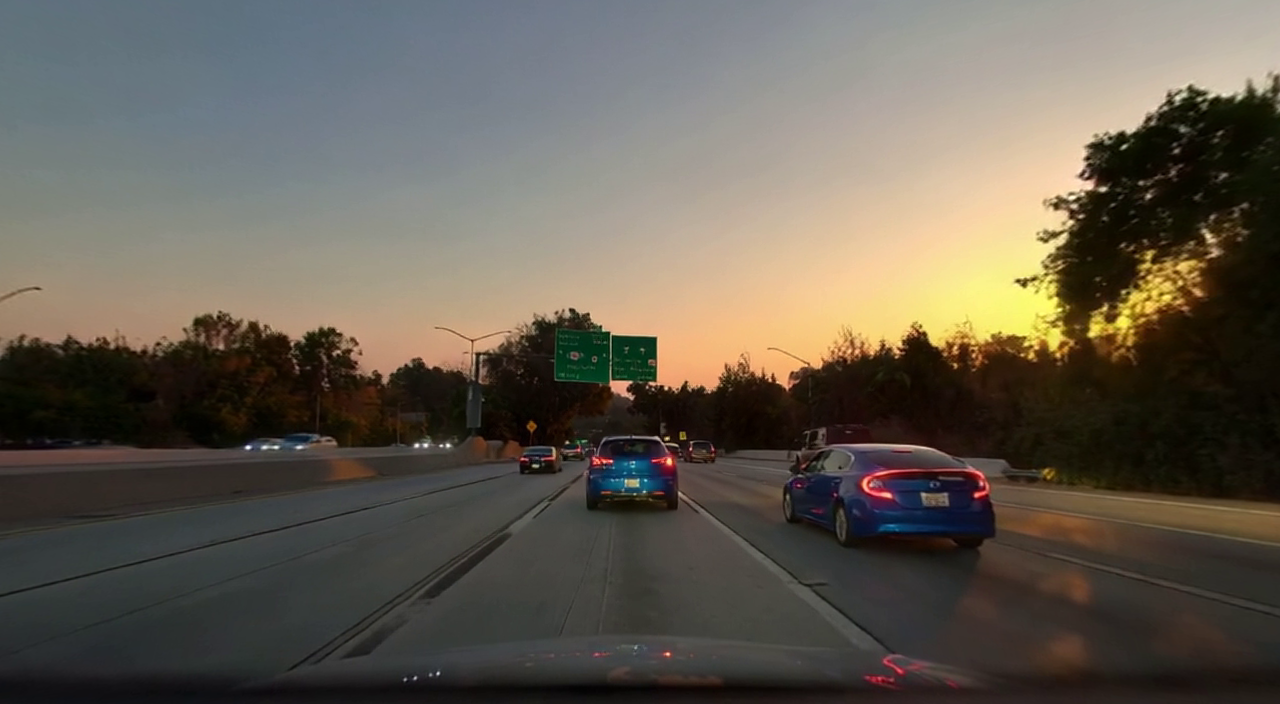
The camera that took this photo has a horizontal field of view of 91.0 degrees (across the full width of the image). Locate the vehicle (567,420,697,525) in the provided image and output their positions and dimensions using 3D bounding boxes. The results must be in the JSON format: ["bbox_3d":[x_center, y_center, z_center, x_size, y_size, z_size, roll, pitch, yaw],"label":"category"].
[{"bbox_3d":[-0.153,2.330,12.629,2.181,1.728,3.970,0,-9,-1],"label":"vehicle"}]

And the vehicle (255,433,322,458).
[{"bbox_3d":[-23.037,6.156,41.481,1.957,1.528,4.430,1,-9,-2],"label":"vehicle"}]

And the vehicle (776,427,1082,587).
[{"bbox_3d":[3.301,1.843,8.336,1.975,1.532,4.227,1,-9,-1],"label":"vehicle"}]

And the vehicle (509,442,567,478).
[{"bbox_3d":[-4.611,4.951,29.167,2.023,1.497,4.526,1,-9,-1],"label":"vehicle"}]
